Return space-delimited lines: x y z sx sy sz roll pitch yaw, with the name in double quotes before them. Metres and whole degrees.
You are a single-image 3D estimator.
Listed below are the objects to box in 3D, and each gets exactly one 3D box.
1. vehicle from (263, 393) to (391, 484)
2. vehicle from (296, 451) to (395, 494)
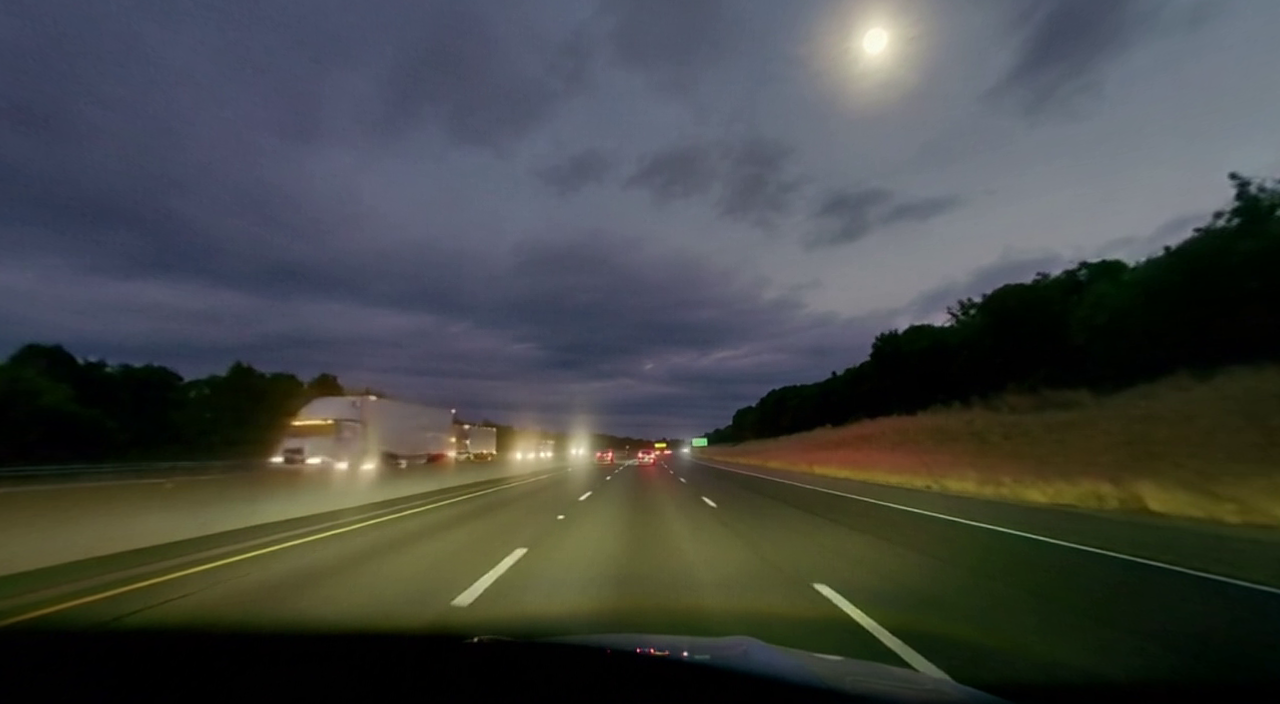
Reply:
"vehicle" -15.149 4.317 31.153 3.014 4.037 5.894 0 -9 1
"vehicle" -10.665 4.371 23.131 1.781 1.437 3.666 0 -9 1
